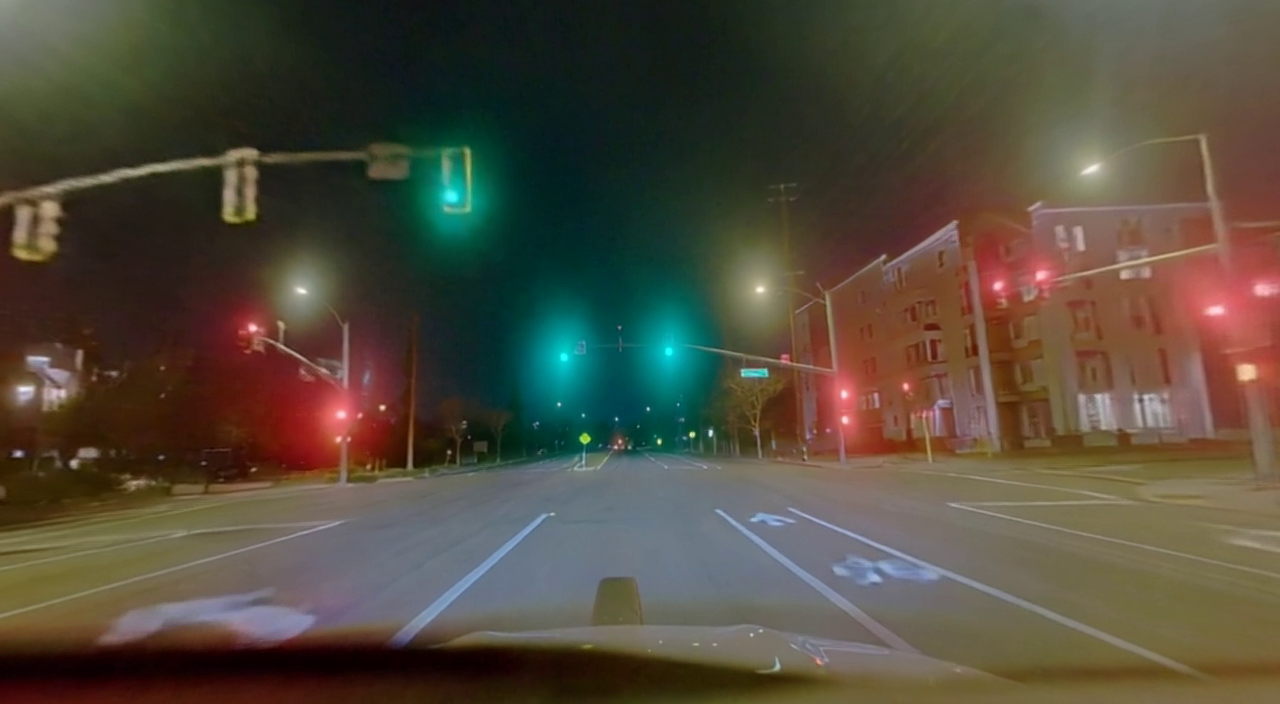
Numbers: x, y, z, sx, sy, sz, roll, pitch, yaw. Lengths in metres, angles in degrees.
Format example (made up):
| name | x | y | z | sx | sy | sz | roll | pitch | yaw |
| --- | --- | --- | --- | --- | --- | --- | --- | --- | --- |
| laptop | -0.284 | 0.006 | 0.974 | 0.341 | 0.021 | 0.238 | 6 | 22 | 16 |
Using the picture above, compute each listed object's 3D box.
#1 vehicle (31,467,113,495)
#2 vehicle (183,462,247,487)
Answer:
| name | x | y | z | sx | sy | sz | roll | pitch | yaw |
| --- | --- | --- | --- | --- | --- | --- | --- | --- | --- |
| vehicle | -37.072 | 8.406 | 41.395 | 1.857 | 1.491 | 4.680 | 2 | -9 | -12 |
| vehicle | -28.870 | 8.313 | 43.066 | 1.974 | 1.457 | 4.248 | 1 | -9 | -11 |
